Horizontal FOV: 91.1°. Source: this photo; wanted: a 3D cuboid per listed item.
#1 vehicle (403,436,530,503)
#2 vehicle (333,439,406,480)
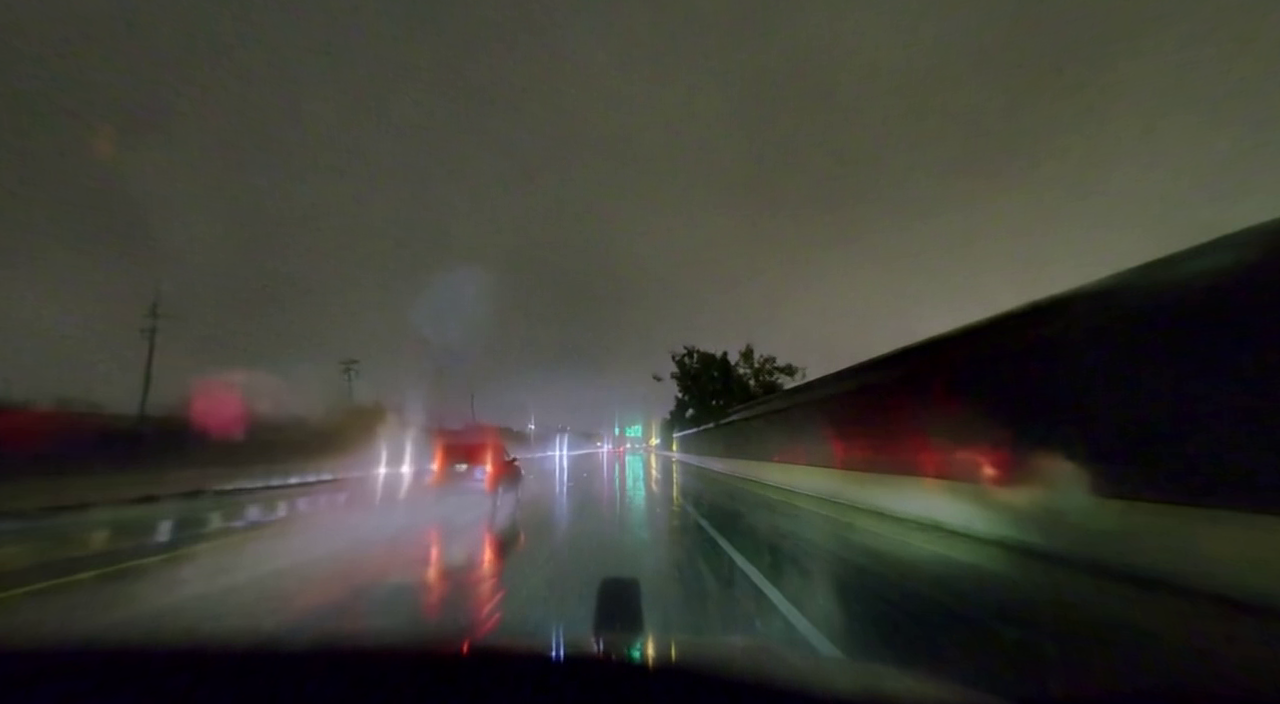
[{"bbox_3d":[-4.528,3.142,17.257,2.139,1.577,4.546,0,-9,0],"label":"vehicle"},{"bbox_3d":[-17.856,7.134,41.883,2.364,2.485,5.546,0,-9,0],"label":"vehicle"}]
